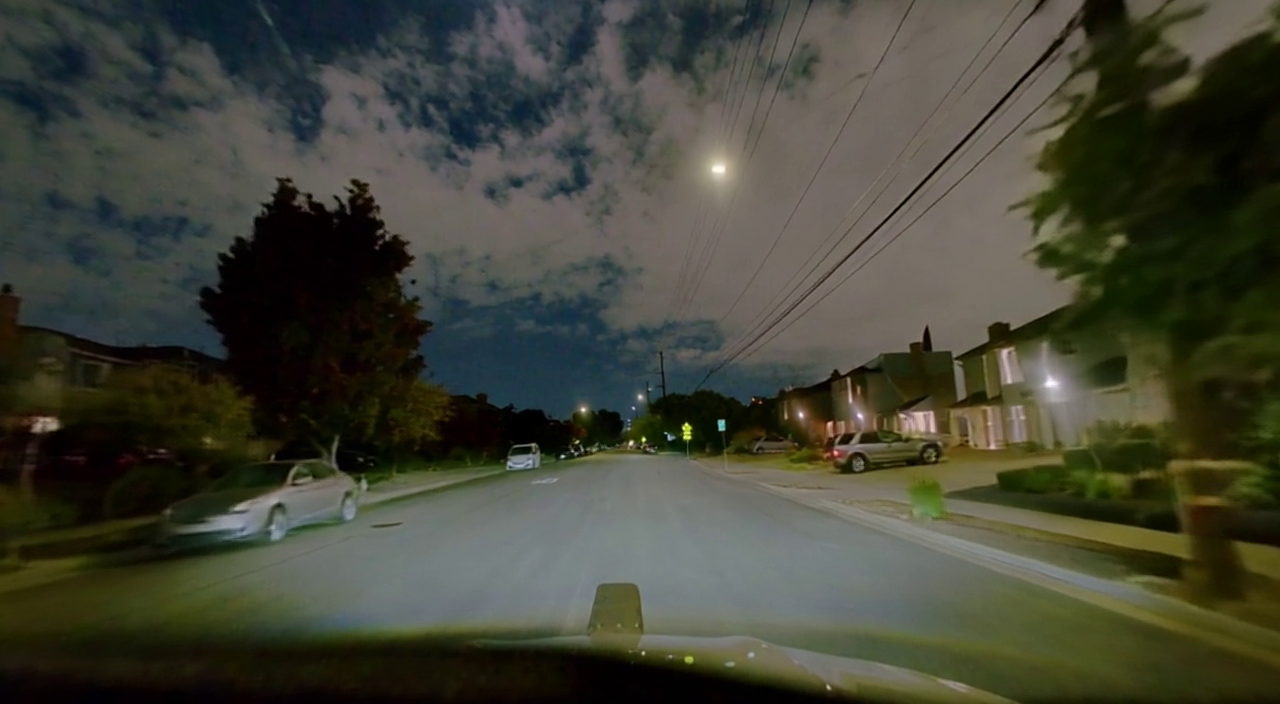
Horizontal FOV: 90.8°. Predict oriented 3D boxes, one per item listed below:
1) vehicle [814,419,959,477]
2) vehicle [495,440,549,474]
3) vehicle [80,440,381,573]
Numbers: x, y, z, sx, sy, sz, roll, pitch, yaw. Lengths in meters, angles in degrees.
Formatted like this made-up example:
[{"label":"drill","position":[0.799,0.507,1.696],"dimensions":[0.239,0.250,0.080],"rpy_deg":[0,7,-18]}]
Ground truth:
[{"label":"vehicle","position":[9.790,3.830,25.375],"dimensions":[4.822,1.864,2.100],"rpy_deg":[-4,-8,-5]},{"label":"vehicle","position":[-6.808,6.109,36.973],"dimensions":[2.162,1.757,5.201],"rpy_deg":[-2,-8,0]},{"label":"vehicle","position":[-6.294,2.346,10.578],"dimensions":[2.022,1.550,4.669],"rpy_deg":[-4,-8,-1]}]
